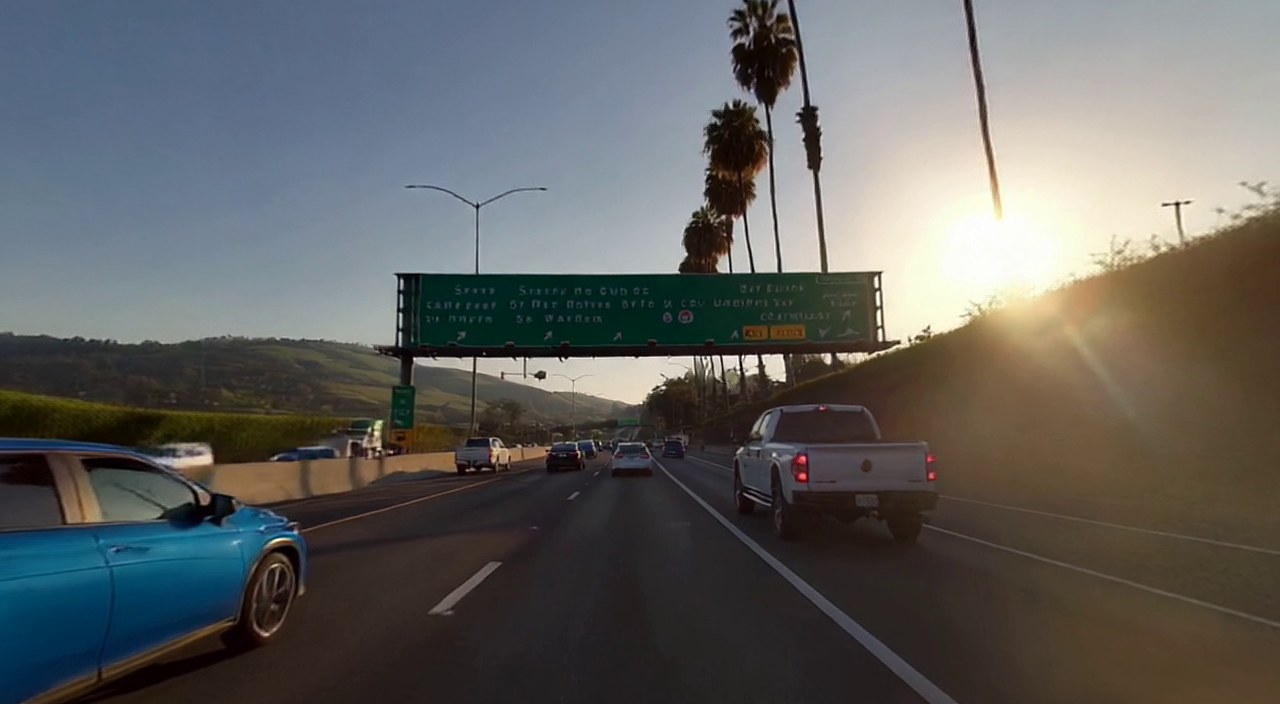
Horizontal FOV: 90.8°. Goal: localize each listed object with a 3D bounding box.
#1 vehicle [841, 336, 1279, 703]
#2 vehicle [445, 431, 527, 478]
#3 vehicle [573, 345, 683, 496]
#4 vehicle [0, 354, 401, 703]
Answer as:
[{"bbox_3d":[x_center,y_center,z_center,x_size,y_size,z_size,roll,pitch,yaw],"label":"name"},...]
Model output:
[{"bbox_3d":[3.147,0.984,4.390,1.859,1.416,4.695,0,-9,-1],"label":"vehicle"},{"bbox_3d":[-6.904,4.698,29.140,2.344,1.954,5.579,0,-9,0],"label":"vehicle"},{"bbox_3d":[-0.258,2.628,22.381,2.906,4.040,10.743,0,-9,1],"label":"vehicle"},{"bbox_3d":[-3.224,1.102,3.904,1.885,1.654,4.103,0,-9,0],"label":"vehicle"}]
